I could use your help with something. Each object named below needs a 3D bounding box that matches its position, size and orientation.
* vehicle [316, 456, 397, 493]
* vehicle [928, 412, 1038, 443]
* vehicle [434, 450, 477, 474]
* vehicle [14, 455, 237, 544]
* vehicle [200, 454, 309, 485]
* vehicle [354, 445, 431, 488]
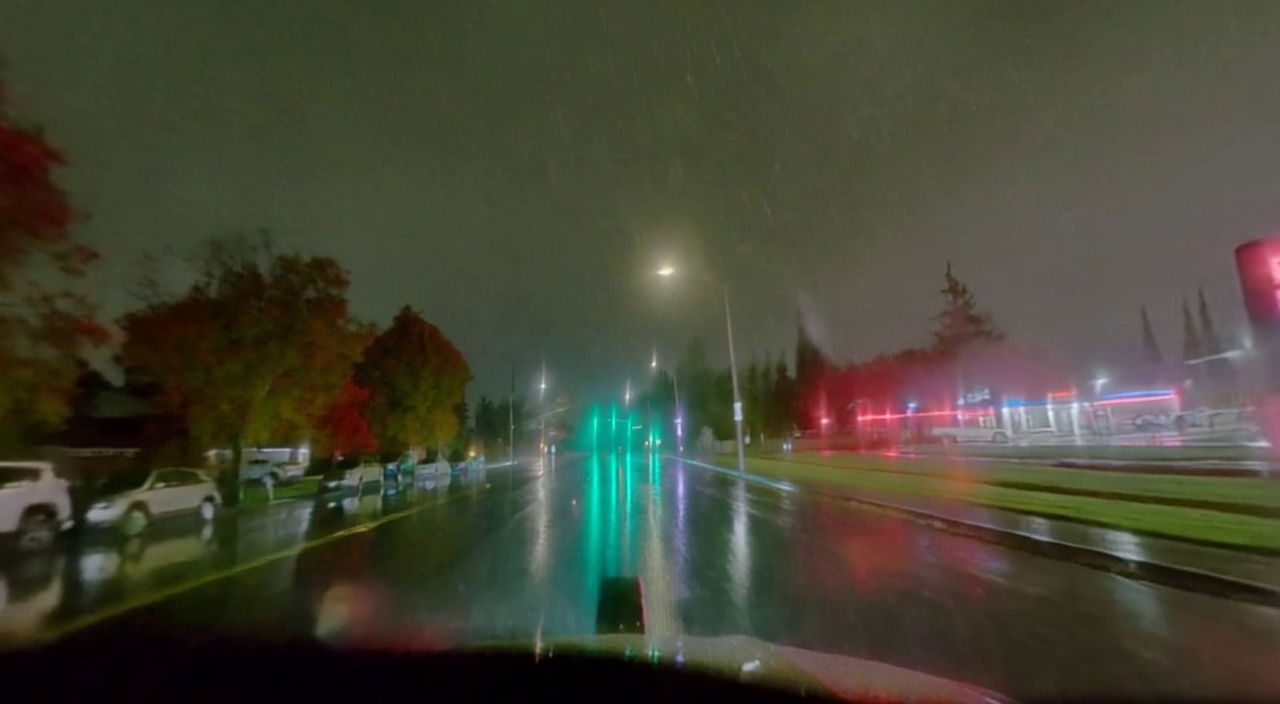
[{"bbox_3d":[-12.935,5.602,29.155,1.958,1.457,4.254,0,-8,-3],"label":"vehicle"},{"bbox_3d":[23.879,5.357,44.264,2.392,1.996,6.238,5,-10,-33],"label":"vehicle"},{"bbox_3d":[-13.673,8.180,47.214,1.897,1.564,4.875,0,-8,-2],"label":"vehicle"},{"bbox_3d":[-12.490,3.535,15.840,2.076,1.681,4.423,-4,-8,-3],"label":"vehicle"},{"bbox_3d":[-25.409,7.717,41.786,5.661,1.896,2.302,0,-8,-2],"label":"vehicle"},{"bbox_3d":[-13.267,6.134,34.216,2.351,1.905,5.138,-4,-9,-4],"label":"vehicle"}]
